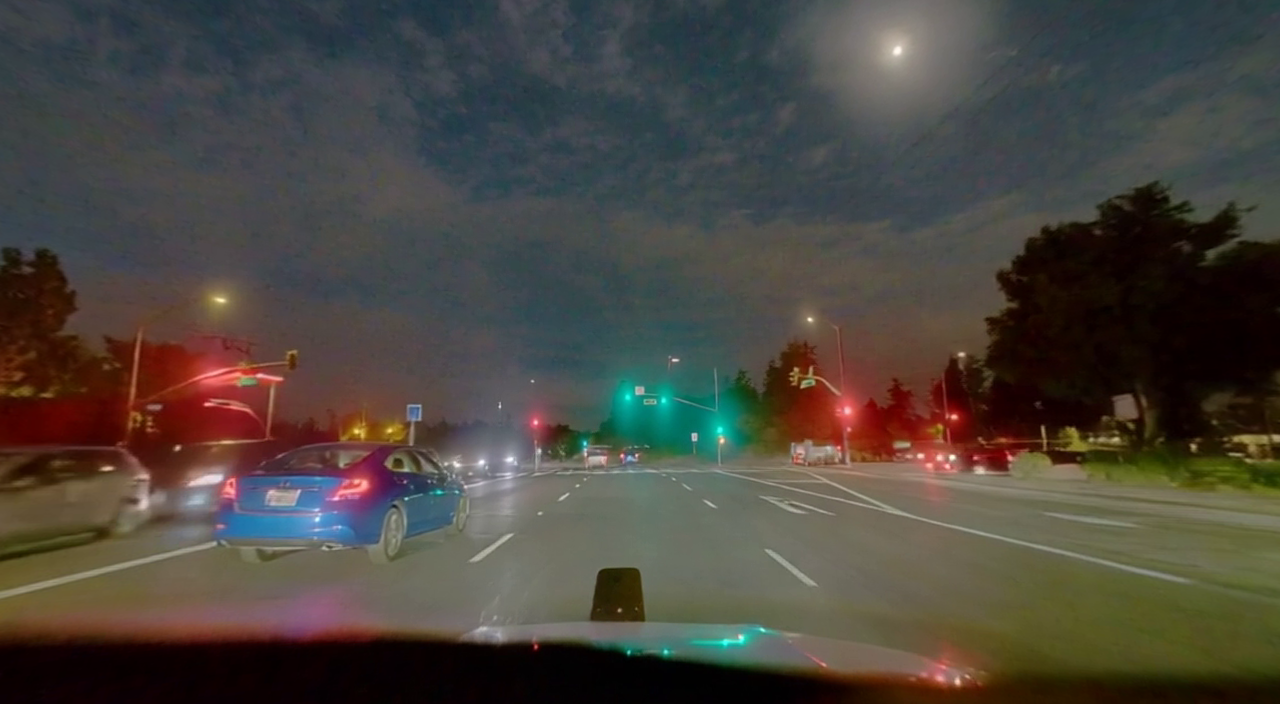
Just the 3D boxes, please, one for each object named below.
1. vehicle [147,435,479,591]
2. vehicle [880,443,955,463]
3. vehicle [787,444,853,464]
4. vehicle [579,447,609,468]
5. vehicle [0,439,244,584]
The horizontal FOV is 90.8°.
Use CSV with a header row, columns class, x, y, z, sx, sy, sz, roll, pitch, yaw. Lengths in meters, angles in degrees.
class,x,y,z,sx,sy,sz,roll,pitch,yaw
vehicle,-3.584,1.822,8.079,1.905,1.418,4.396,0,-9,0
vehicle,21.849,7.961,49.884,4.978,1.543,1.933,0,-9,-1
vehicle,14.064,7.996,49.554,4.568,1.470,1.854,0,-9,-1
vehicle,-3.552,8.280,49.778,2.103,1.592,4.160,0,-9,0
vehicle,-7.437,1.854,7.977,1.920,1.456,4.534,0,-9,0
